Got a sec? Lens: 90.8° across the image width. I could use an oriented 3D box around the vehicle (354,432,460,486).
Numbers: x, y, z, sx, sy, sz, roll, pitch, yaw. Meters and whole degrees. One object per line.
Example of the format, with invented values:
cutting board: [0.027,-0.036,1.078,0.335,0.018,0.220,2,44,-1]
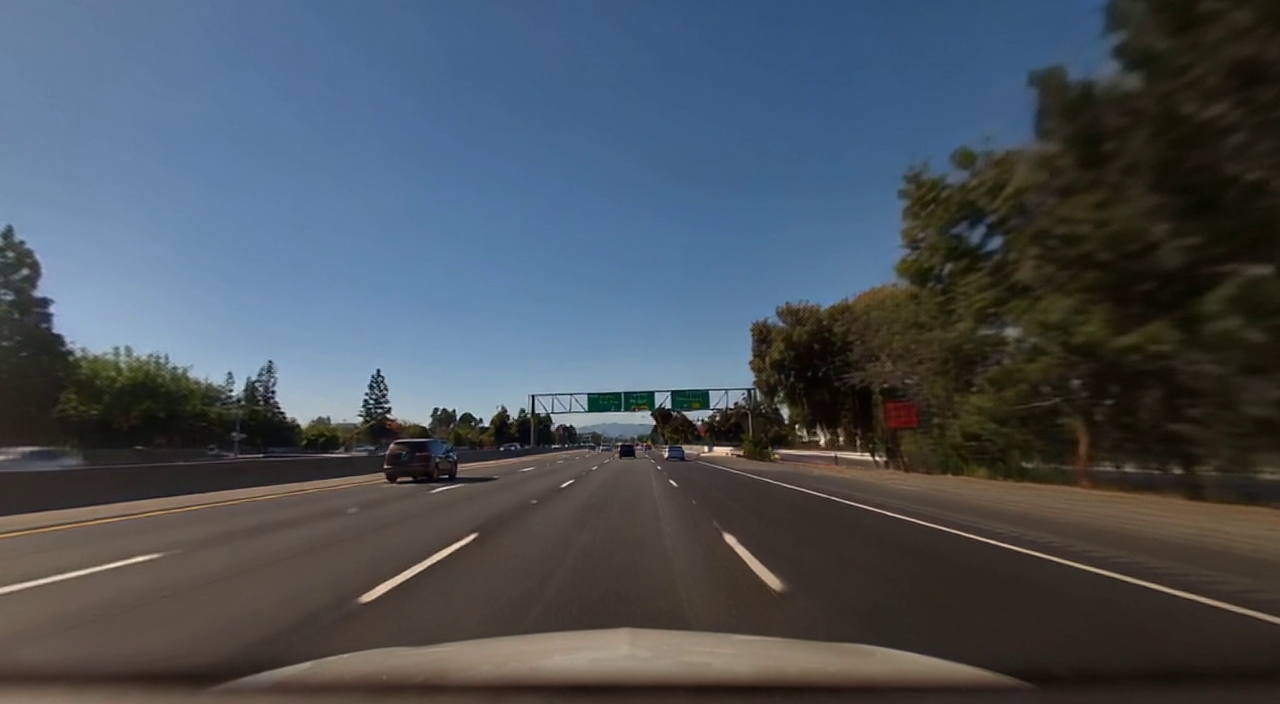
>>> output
vehicle: [-8.048,3.736,22.349,2.089,1.724,4.327,0,-8,0]
